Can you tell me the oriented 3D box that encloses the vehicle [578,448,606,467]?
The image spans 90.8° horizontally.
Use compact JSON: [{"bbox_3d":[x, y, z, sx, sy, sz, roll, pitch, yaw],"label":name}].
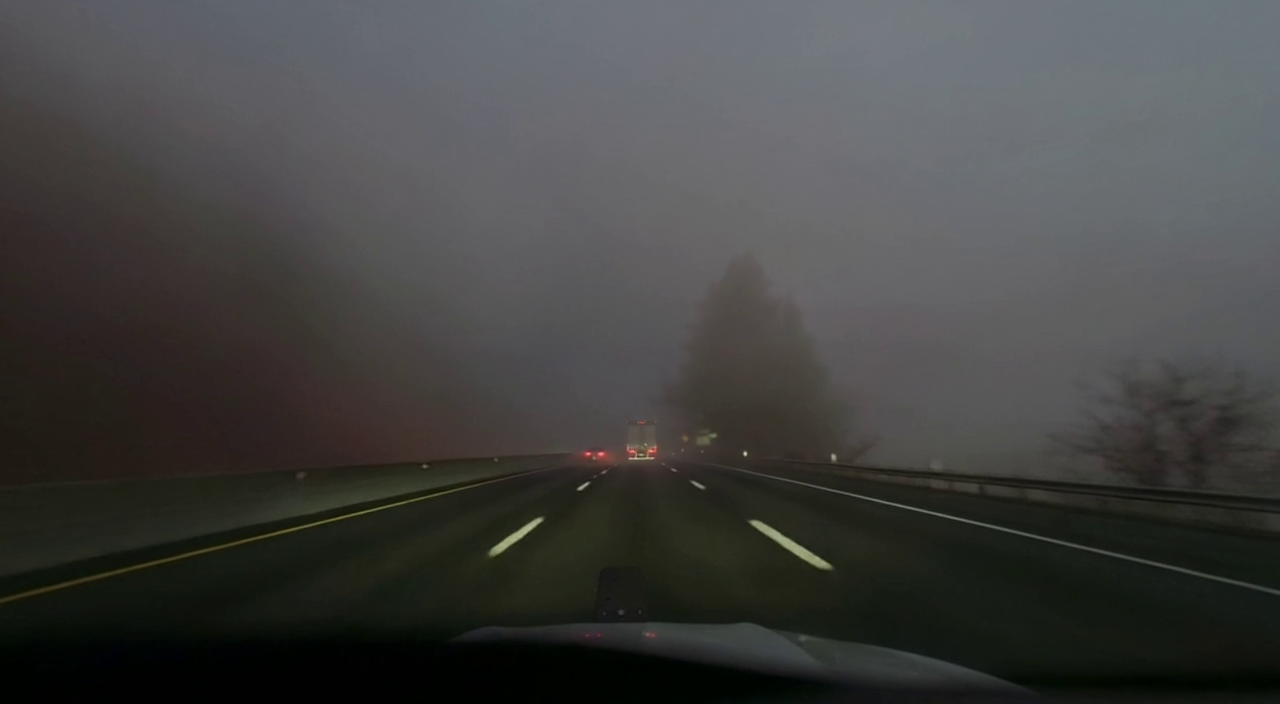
[{"bbox_3d":[-3.666,8.169,49.035,1.955,1.438,4.100,0,-9,-1],"label":"vehicle"}]
